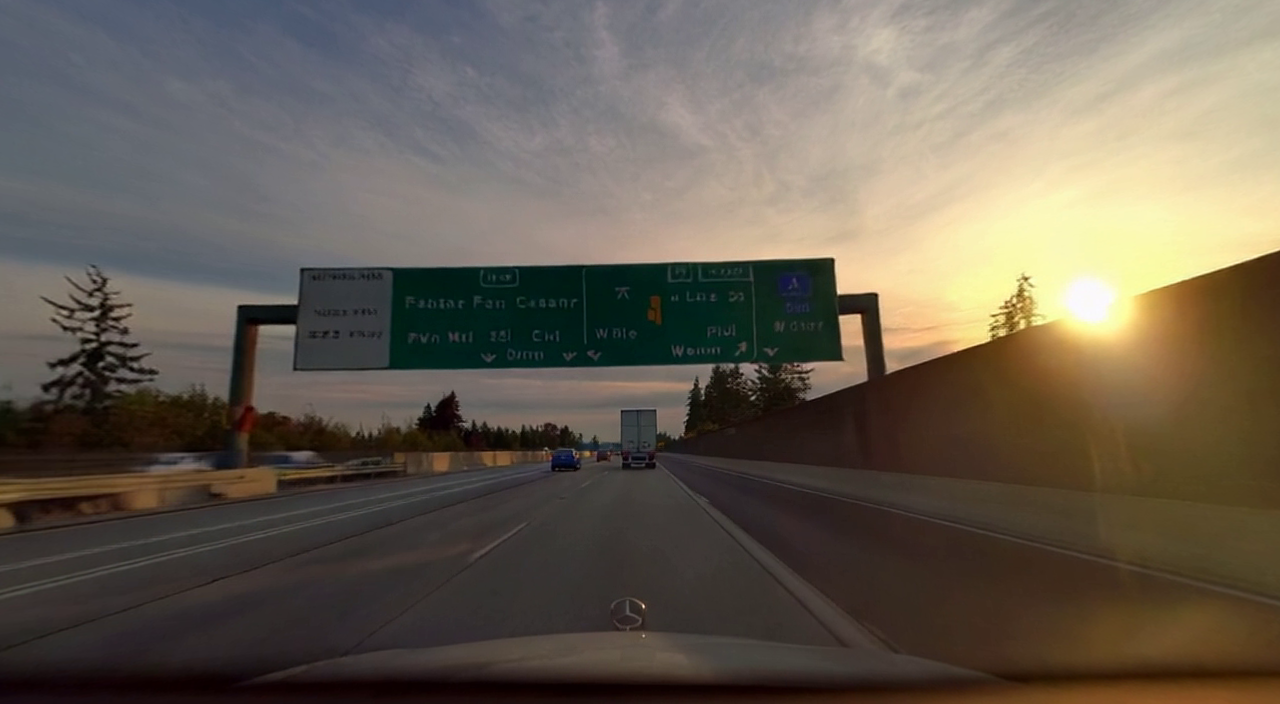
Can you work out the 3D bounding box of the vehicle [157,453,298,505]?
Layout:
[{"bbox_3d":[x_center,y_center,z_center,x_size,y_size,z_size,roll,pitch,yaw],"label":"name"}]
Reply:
[{"bbox_3d":[-12.957,3.972,20.149,1.797,1.436,3.926,0,-9,1],"label":"vehicle"}]

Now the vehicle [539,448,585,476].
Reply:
[{"bbox_3d":[-4.457,6.370,36.743,1.977,1.478,4.702,0,-9,1],"label":"vehicle"}]

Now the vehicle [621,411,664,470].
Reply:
[{"bbox_3d":[0.242,6.903,48.764,2.980,4.051,10.359,0,-9,0],"label":"vehicle"}]

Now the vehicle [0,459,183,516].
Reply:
[{"bbox_3d":[-16.628,4.046,19.355,1.813,1.452,4.446,0,-9,0],"label":"vehicle"}]
